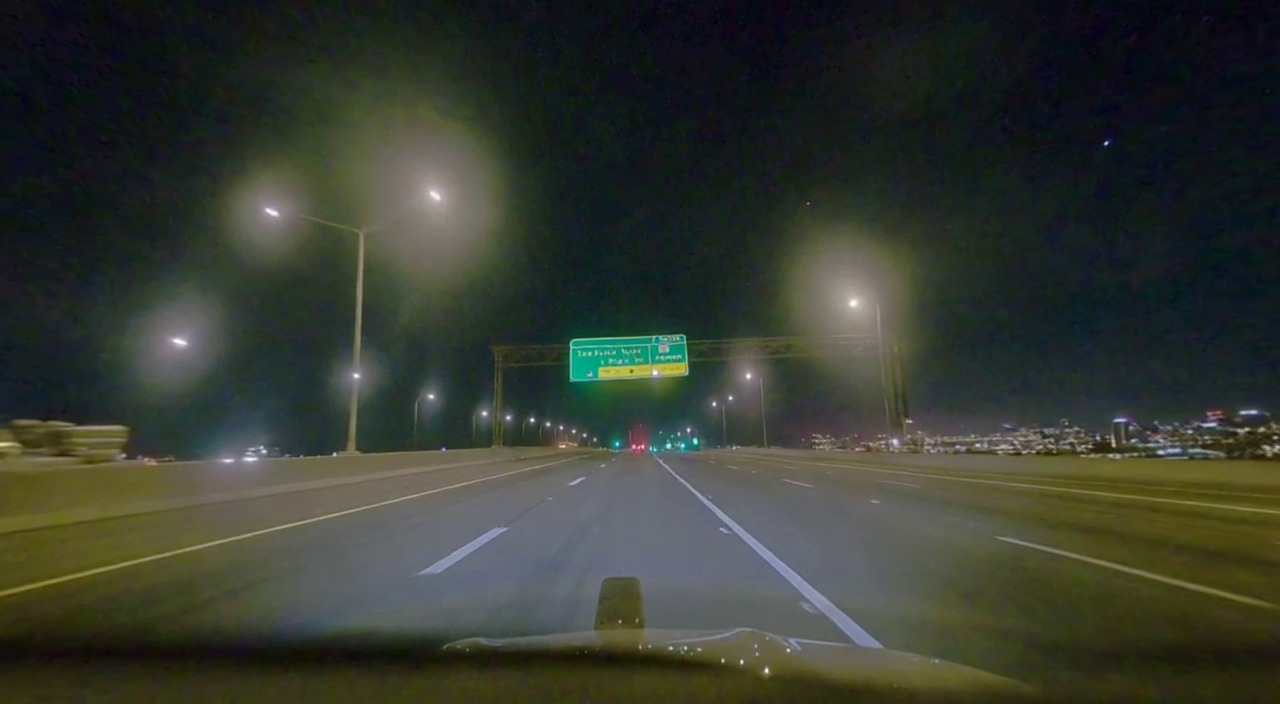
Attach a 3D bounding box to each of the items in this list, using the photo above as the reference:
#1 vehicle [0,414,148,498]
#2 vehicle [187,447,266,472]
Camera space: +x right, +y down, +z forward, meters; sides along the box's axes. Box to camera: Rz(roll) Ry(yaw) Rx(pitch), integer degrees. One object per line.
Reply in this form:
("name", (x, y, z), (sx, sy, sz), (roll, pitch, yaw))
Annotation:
("vehicle", (-15.059, 2.494, 15.248), (2.031, 1.831, 5.342), (0, -8, 0))
("vehicle", (-31.953, 8.291, 49.060), (2.240, 1.819, 5.724), (0, -8, 1))
